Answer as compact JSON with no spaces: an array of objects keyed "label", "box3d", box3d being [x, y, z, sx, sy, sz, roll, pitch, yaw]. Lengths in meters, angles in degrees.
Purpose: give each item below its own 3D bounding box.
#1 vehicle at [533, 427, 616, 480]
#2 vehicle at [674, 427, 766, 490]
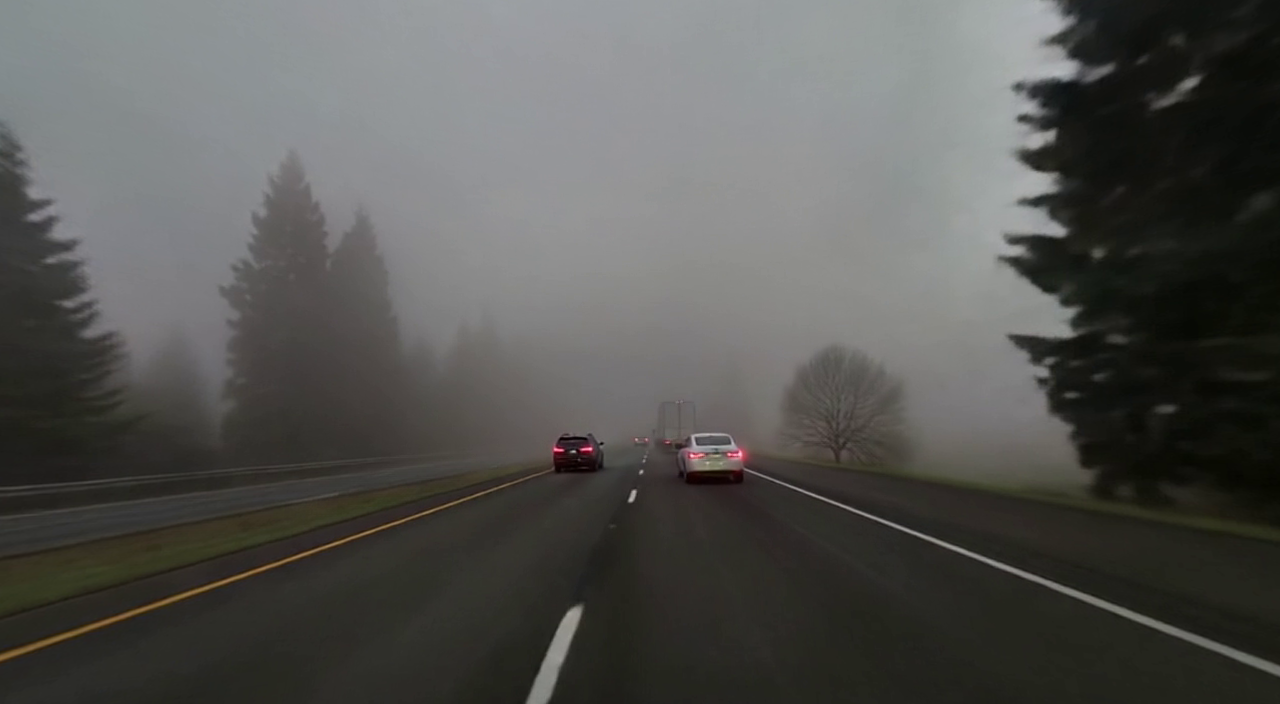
[{"label":"vehicle","box3d":[-2.127,3.485,21.986,2.192,1.623,4.887,0,-8,2]},{"label":"vehicle","box3d":[2.079,2.922,17.673,2.072,1.534,4.300,0,-8,1]}]
